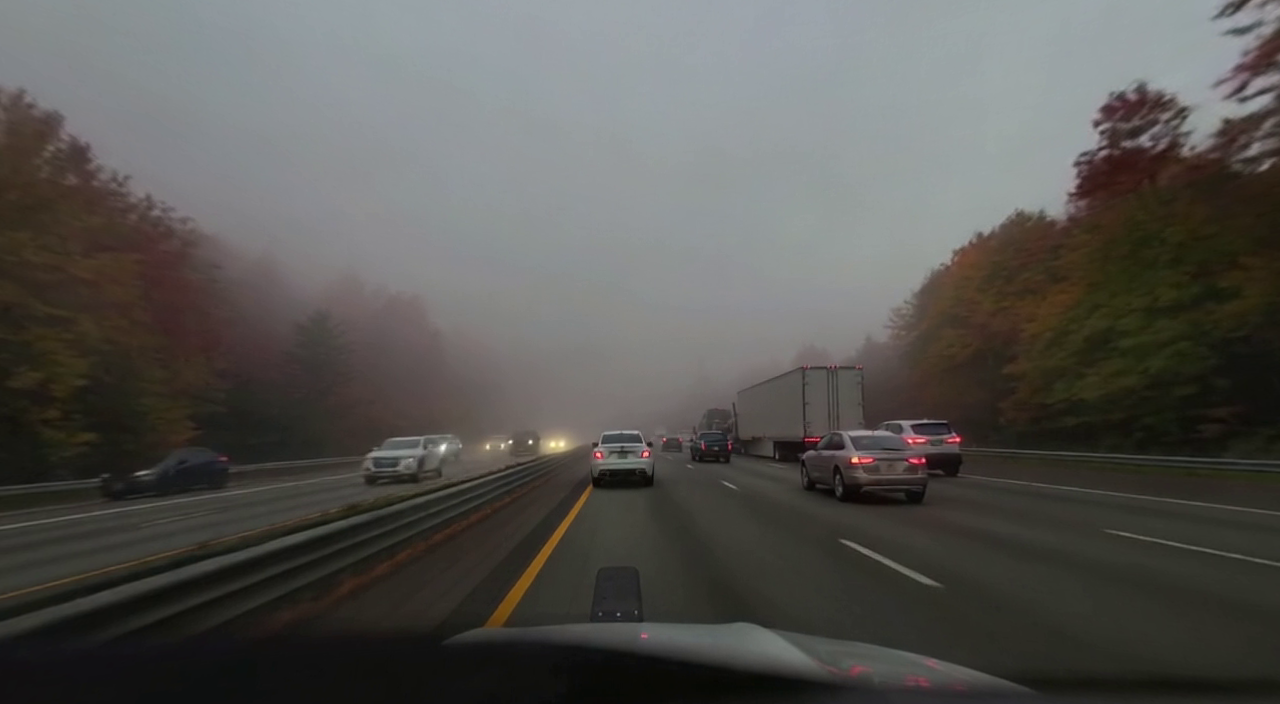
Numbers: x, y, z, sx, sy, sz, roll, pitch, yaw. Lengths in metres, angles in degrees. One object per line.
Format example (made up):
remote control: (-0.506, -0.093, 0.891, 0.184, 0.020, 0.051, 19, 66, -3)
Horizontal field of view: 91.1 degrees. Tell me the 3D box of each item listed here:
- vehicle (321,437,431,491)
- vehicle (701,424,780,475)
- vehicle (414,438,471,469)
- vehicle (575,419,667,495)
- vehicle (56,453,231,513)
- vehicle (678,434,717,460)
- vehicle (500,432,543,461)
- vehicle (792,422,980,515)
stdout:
vehicle: (-9.043, 3.819, 21.972, 2.051, 1.679, 4.148, 0, -8, 0)
vehicle: (3.585, 3.545, 23.186, 2.147, 1.707, 3.963, 0, -8, -2)
vehicle: (-11.769, 6.053, 37.771, 1.990, 1.751, 4.566, 0, -8, -1)
vehicle: (-0.482, 2.699, 16.575, 2.087, 1.709, 4.455, 0, -8, -2)
vehicle: (-14.925, 3.905, 19.281, 1.976, 1.500, 4.233, 0, -8, -2)
vehicle: (3.417, 5.707, 37.993, 1.865, 1.471, 3.916, 0, -8, -2)
vehicle: (-8.828, 7.081, 47.227, 2.243, 2.051, 5.305, 0, -8, -1)
vehicle: (4.582, 2.207, 12.505, 2.040, 1.523, 4.068, 0, -8, -1)
